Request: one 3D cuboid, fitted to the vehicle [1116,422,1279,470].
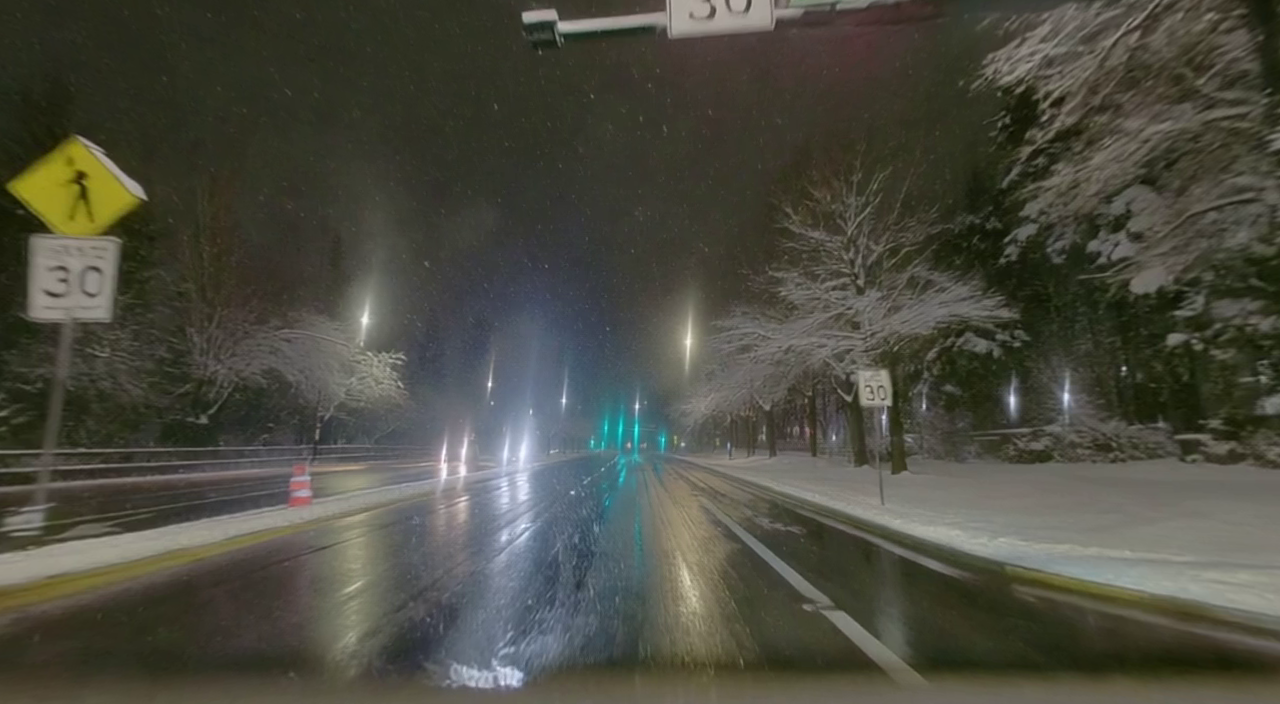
[{"bbox_3d":[20.121,3.447,22.951,1.963,1.466,4.355,-3,-9,-1],"label":"vehicle"}]
